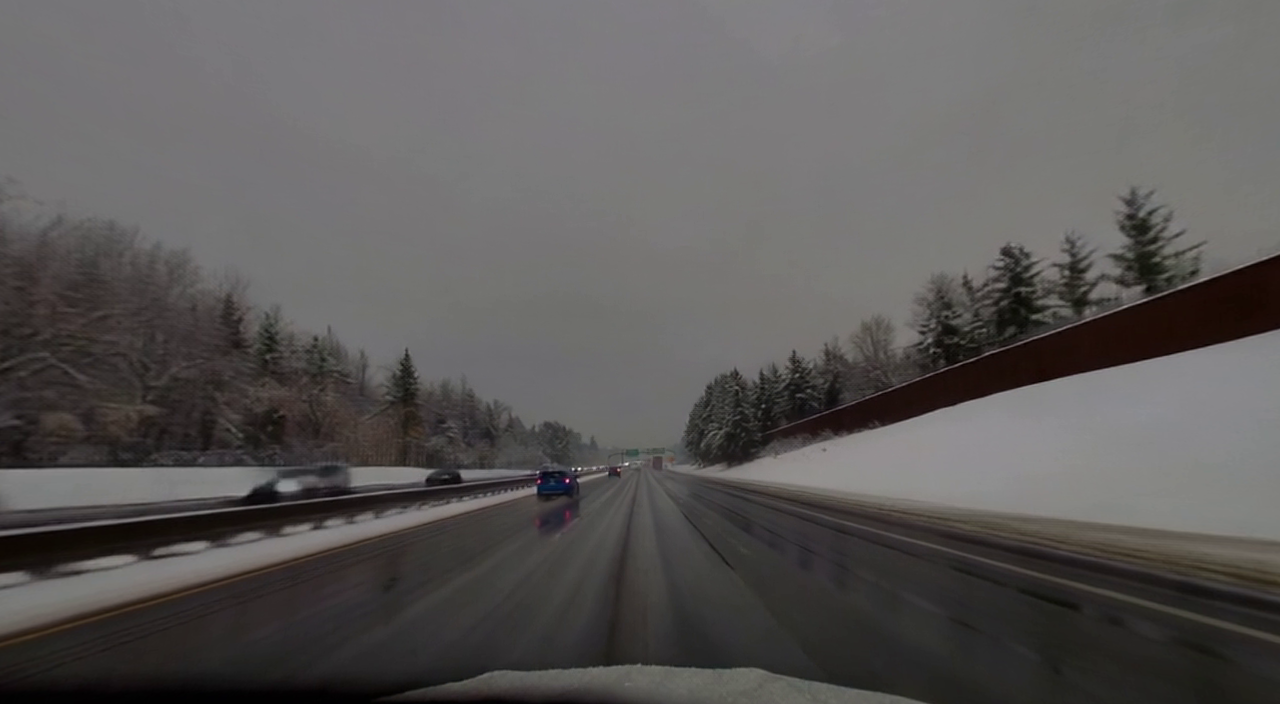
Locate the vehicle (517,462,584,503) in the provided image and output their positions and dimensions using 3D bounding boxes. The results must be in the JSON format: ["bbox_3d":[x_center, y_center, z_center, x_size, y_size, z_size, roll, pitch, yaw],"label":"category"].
[{"bbox_3d":[-3.560,5.296,25.859,2.045,1.487,4.582,0,-10,1],"label":"vehicle"}]

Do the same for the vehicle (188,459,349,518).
[{"bbox_3d":[-10.631,3.934,18.537,2.012,1.473,4.459,0,-10,0],"label":"vehicle"}]
